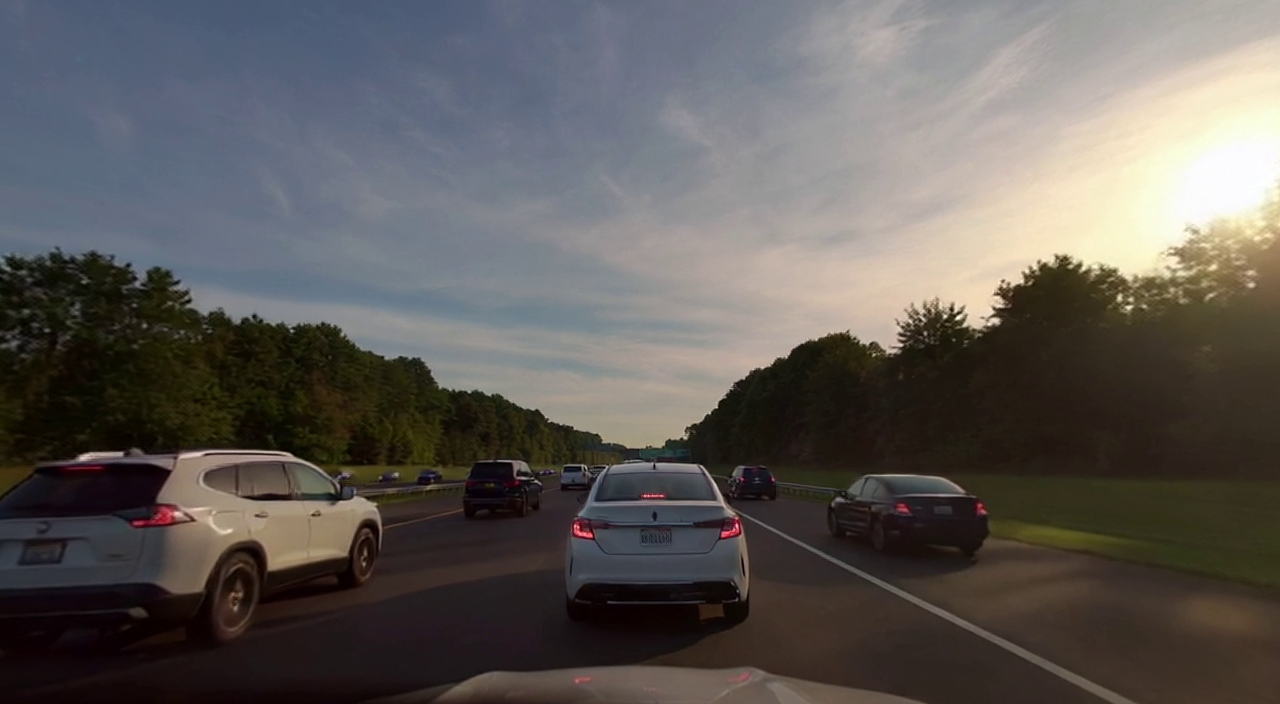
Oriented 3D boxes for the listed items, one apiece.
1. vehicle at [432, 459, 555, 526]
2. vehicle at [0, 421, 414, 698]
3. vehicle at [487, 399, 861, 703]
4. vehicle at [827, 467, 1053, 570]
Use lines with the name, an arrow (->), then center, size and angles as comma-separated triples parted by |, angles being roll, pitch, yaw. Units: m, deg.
vehicle -> -3.686, 3.655, 16.808 | 1.960, 1.502, 4.593 | 0, -11, 3
vehicle -> -3.919, 1.583, 5.831 | 1.994, 1.556, 4.263 | 0, -11, 1
vehicle -> 0.162, 1.519, 5.627 | 2.057, 1.725, 4.126 | 1, -11, -1
vehicle -> 4.795, 2.712, 10.920 | 1.870, 1.382, 4.287 | 0, -11, 1
